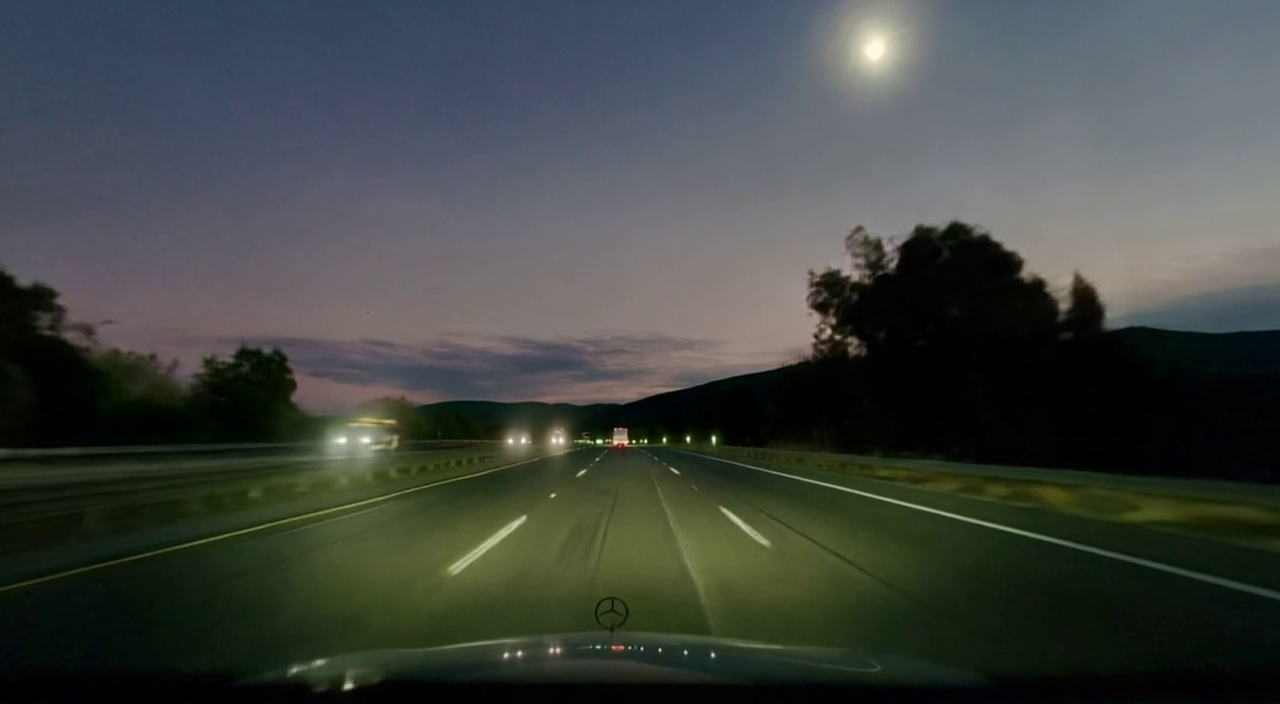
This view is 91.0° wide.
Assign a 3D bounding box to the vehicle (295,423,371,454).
[{"bbox_3d":[-16.559,4.725,34.251,1.882,1.561,4.536,0,-8,-1],"label":"vehicle"}]
